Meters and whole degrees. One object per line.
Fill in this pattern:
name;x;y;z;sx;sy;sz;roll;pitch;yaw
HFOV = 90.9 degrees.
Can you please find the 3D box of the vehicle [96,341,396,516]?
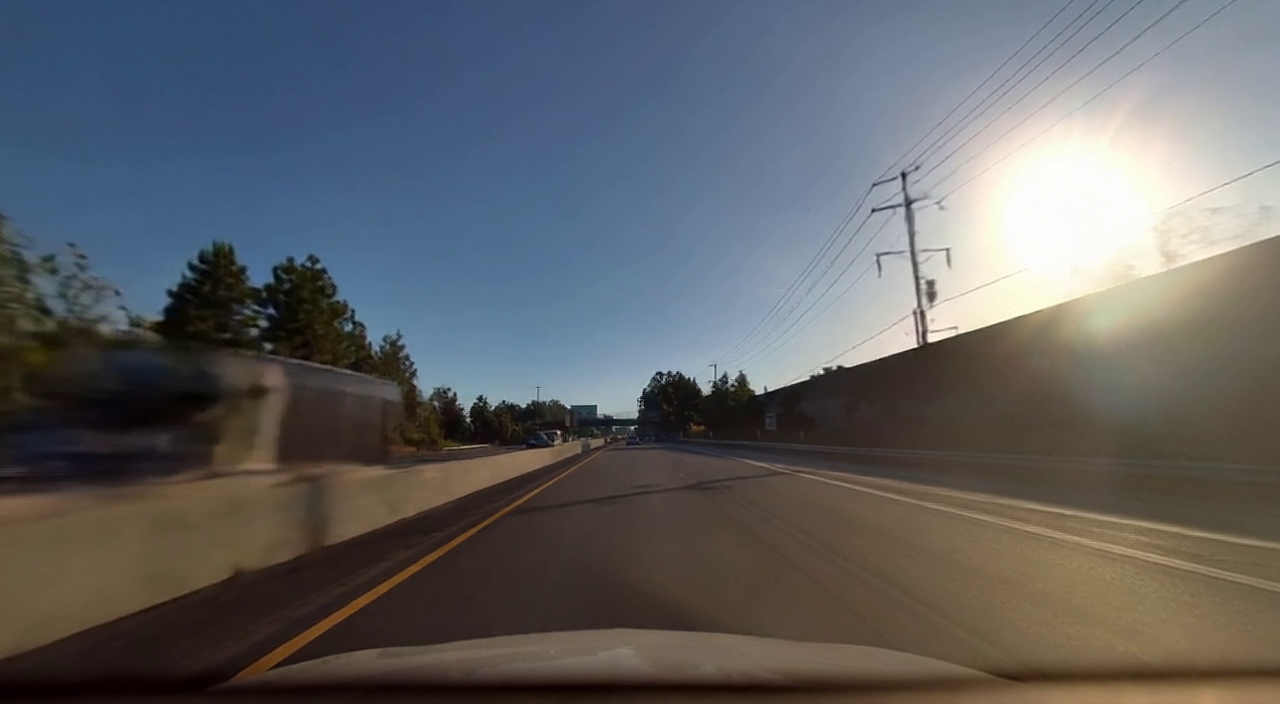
vehicle;-9.076;1.959;16.026;2.646;3.377;7.637;0;-8;0
